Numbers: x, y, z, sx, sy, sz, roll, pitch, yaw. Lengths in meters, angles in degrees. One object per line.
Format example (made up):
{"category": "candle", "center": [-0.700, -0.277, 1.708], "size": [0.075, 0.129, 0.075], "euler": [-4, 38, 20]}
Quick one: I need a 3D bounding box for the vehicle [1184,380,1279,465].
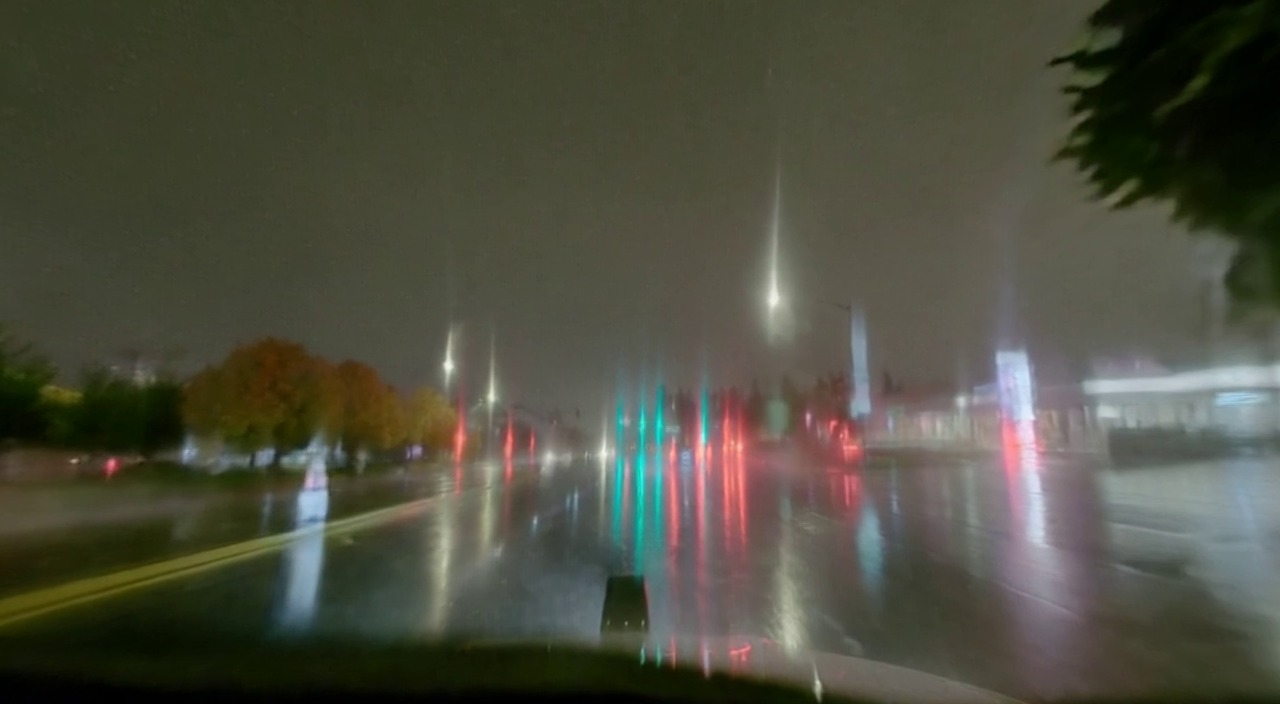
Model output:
{"category": "vehicle", "center": [30.317, 3.429, 29.988], "size": [8.374, 3.650, 2.884], "euler": [3, -9, -22]}

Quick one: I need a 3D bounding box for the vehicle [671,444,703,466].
{"category": "vehicle", "center": [3.404, 7.575, 46.534], "size": [2.057, 1.470, 4.454], "euler": [0, -9, 0]}
